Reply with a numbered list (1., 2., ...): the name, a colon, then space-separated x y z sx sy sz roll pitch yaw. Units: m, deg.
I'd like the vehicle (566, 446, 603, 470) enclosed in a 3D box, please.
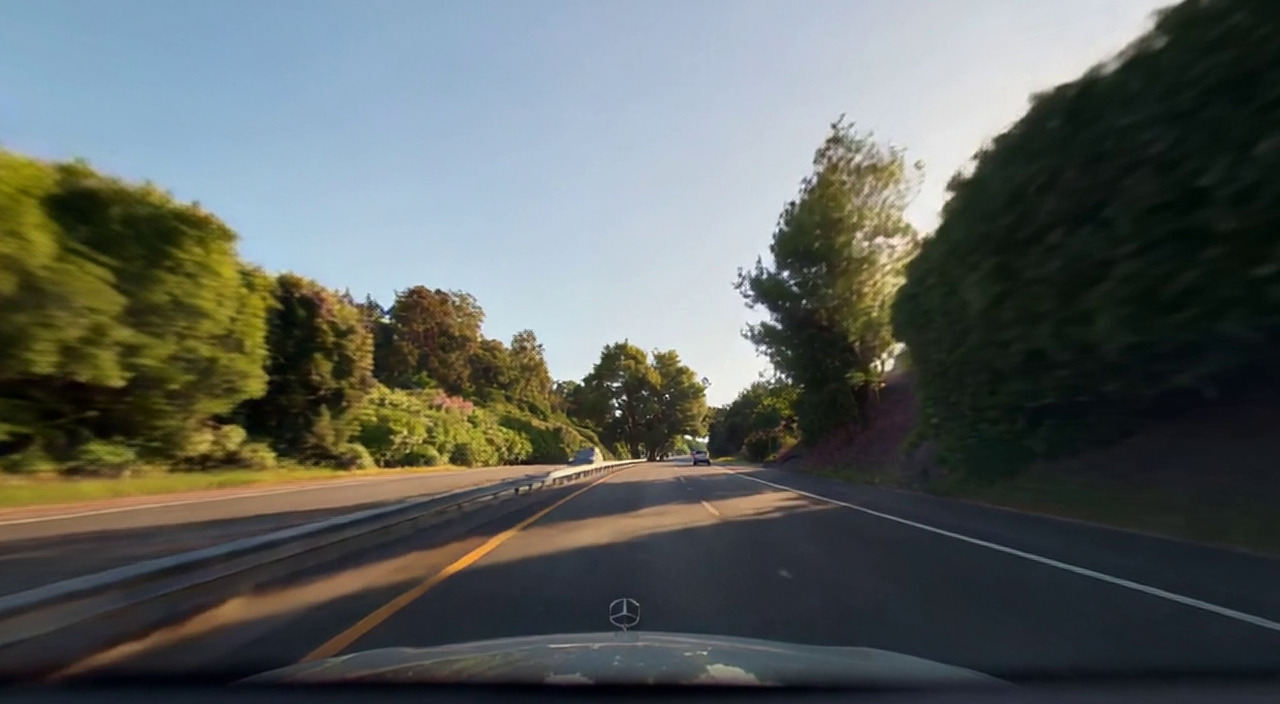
1. vehicle: -4.326 8.315 49.928 2.220 1.780 4.870 -1 -9 3
